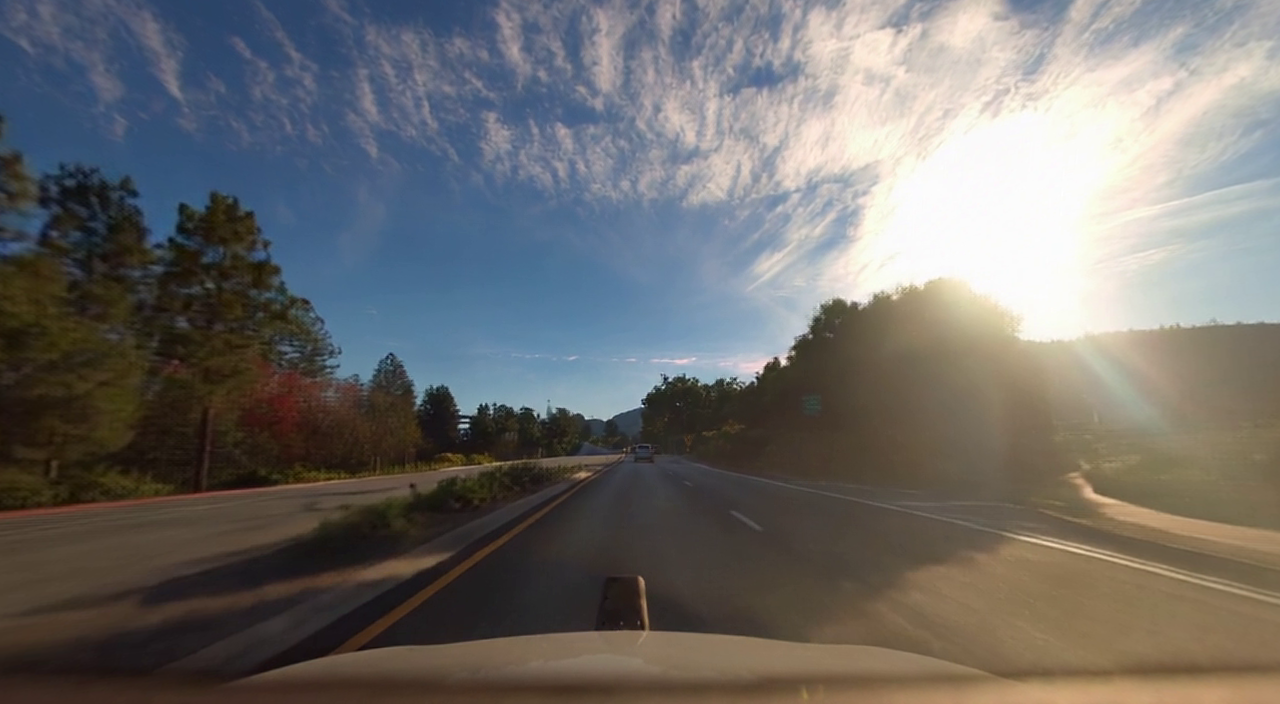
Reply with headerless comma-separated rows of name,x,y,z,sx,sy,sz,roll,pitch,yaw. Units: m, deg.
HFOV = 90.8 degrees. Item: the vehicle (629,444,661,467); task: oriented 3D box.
vehicle,0.347,8.166,49.834,2.183,1.744,4.424,0,-9,-3
